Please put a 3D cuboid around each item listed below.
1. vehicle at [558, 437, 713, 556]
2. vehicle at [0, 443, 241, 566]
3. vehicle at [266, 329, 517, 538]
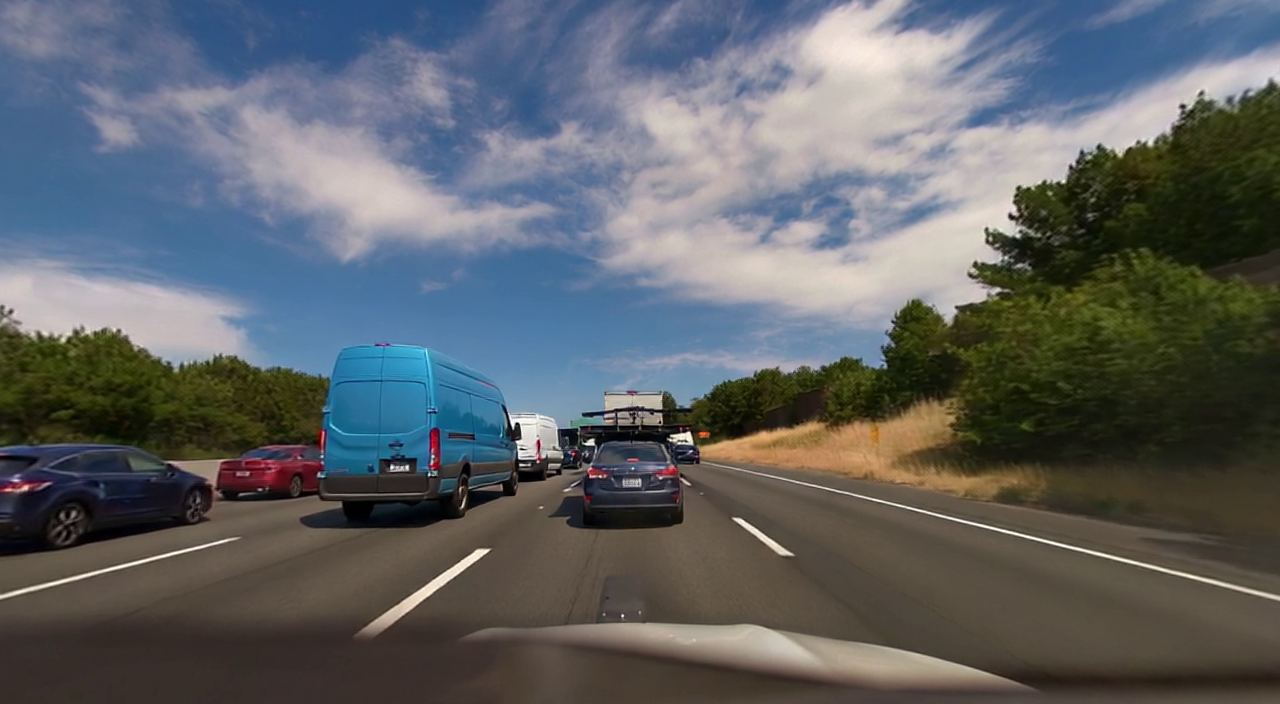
[{"bbox_3d":[-0.091,2.127,9.862,1.995,1.495,3.380,0,-9,-1],"label":"vehicle"},{"bbox_3d":[-8.832,2.251,10.123,1.899,1.503,4.466,-1,-9,1],"label":"vehicle"},{"bbox_3d":[-4.069,1.610,12.120,2.254,2.879,6.656,0,-9,-2],"label":"vehicle"}]
